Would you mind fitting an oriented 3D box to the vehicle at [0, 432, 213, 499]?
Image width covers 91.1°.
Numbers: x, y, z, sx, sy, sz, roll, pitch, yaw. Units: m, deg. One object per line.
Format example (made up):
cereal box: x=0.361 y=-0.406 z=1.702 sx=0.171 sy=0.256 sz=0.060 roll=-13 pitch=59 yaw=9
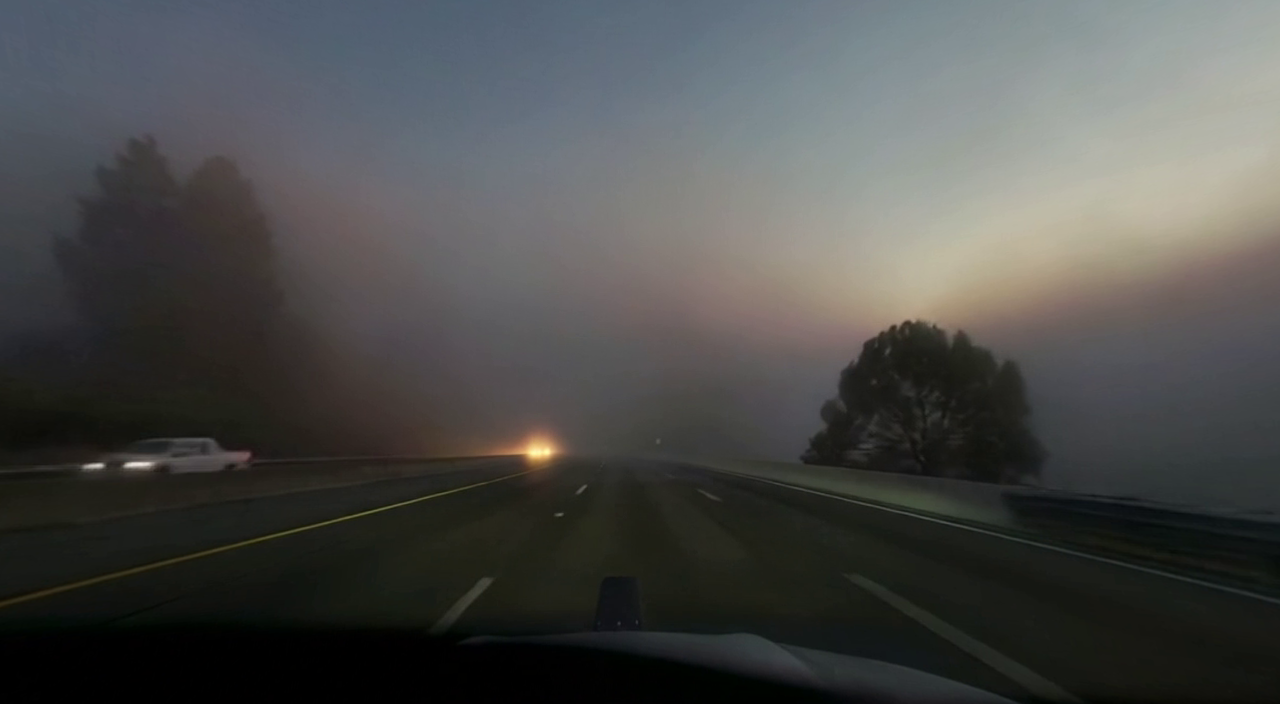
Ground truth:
vehicle: x=-16.900 y=3.595 z=20.397 sx=2.035 sy=1.830 sz=5.817 roll=0 pitch=-9 yaw=-1
